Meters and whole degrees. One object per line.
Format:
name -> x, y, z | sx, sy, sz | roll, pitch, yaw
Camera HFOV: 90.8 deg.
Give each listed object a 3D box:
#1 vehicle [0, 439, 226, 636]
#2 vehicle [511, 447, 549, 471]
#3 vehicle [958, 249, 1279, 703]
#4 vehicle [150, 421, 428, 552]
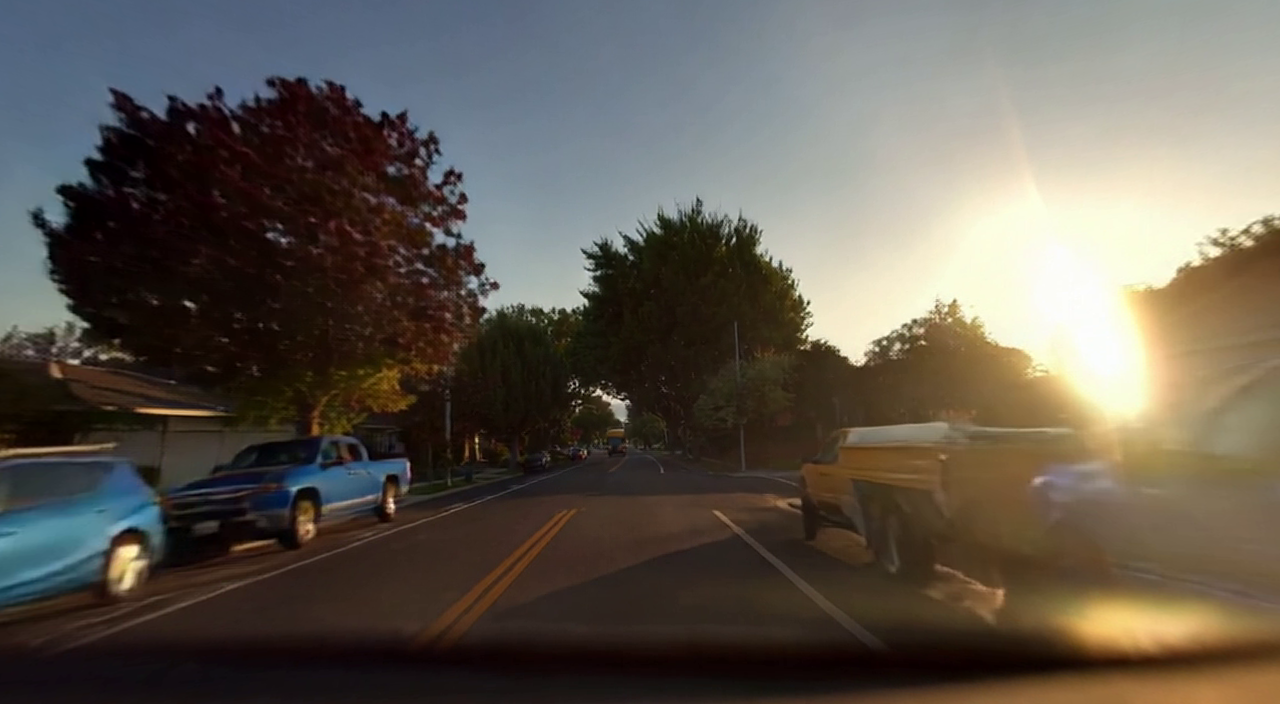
vehicle -> -6.862, 1.771, 6.236 | 2.005, 1.785, 5.179 | 0, -9, 0
vehicle -> -8.572, 8.356, 49.699 | 2.119, 1.775, 4.643 | 0, -9, 1
vehicle -> 3.446, 0.559, 1.545 | 2.332, 2.044, 5.695 | 0, -9, 0
vehicle -> -6.557, 2.576, 12.983 | 2.302, 2.059, 5.758 | 0, -9, 1
